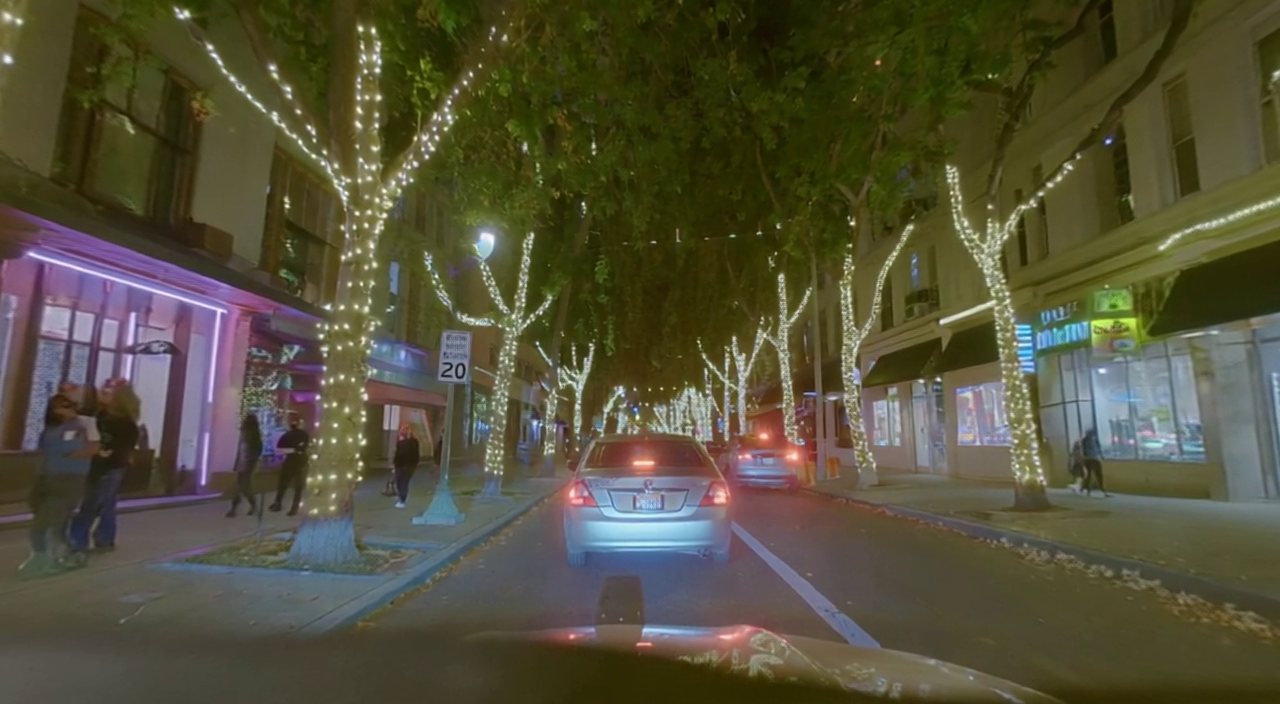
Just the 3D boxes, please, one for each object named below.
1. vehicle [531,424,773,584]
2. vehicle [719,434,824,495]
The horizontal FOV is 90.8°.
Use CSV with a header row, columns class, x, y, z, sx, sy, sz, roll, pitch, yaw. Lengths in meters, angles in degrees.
class,x,y,z,sx,sy,sz,roll,pitch,yaw
vehicle,0.086,1.732,8.045,2.261,1.474,4.130,0,-8,-1
vehicle,3.616,3.181,18.227,2.025,1.523,4.426,0,-8,-1
